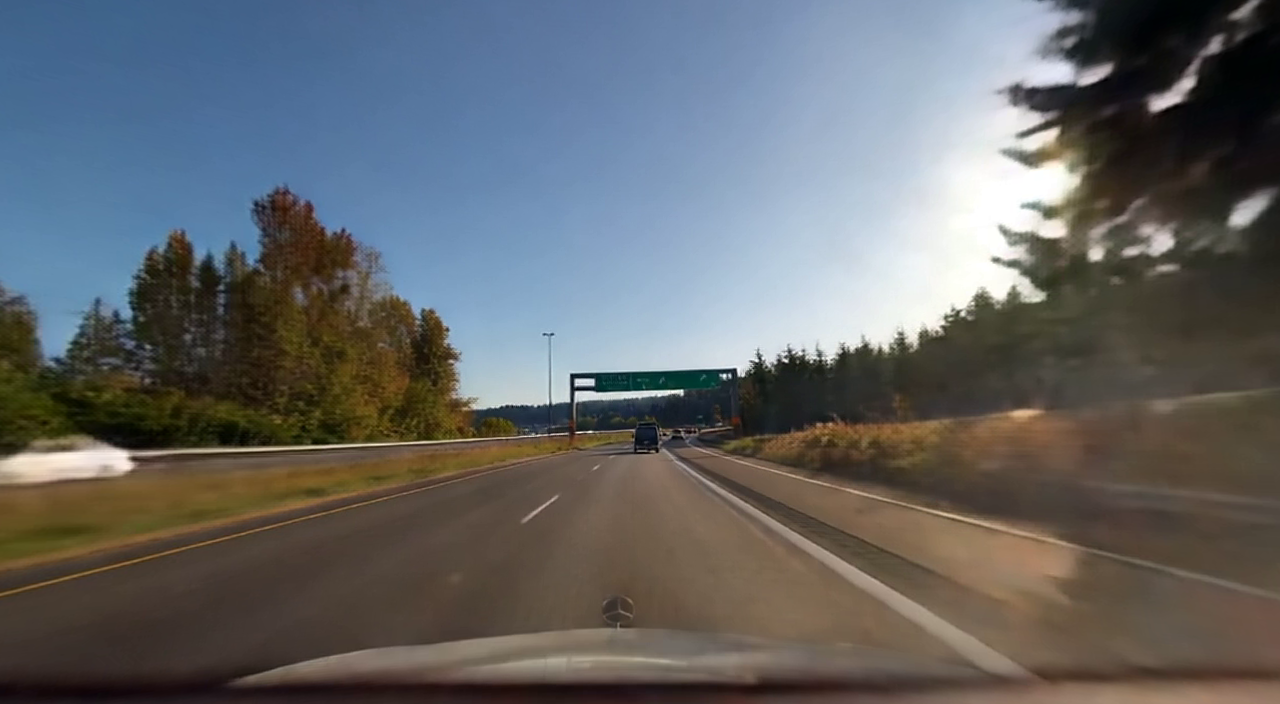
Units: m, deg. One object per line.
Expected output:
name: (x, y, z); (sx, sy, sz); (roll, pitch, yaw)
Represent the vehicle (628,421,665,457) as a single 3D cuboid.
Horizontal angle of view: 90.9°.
vehicle: (0.441, 6.109, 44.161); (2.450, 2.314, 4.753); (0, -8, 0)
